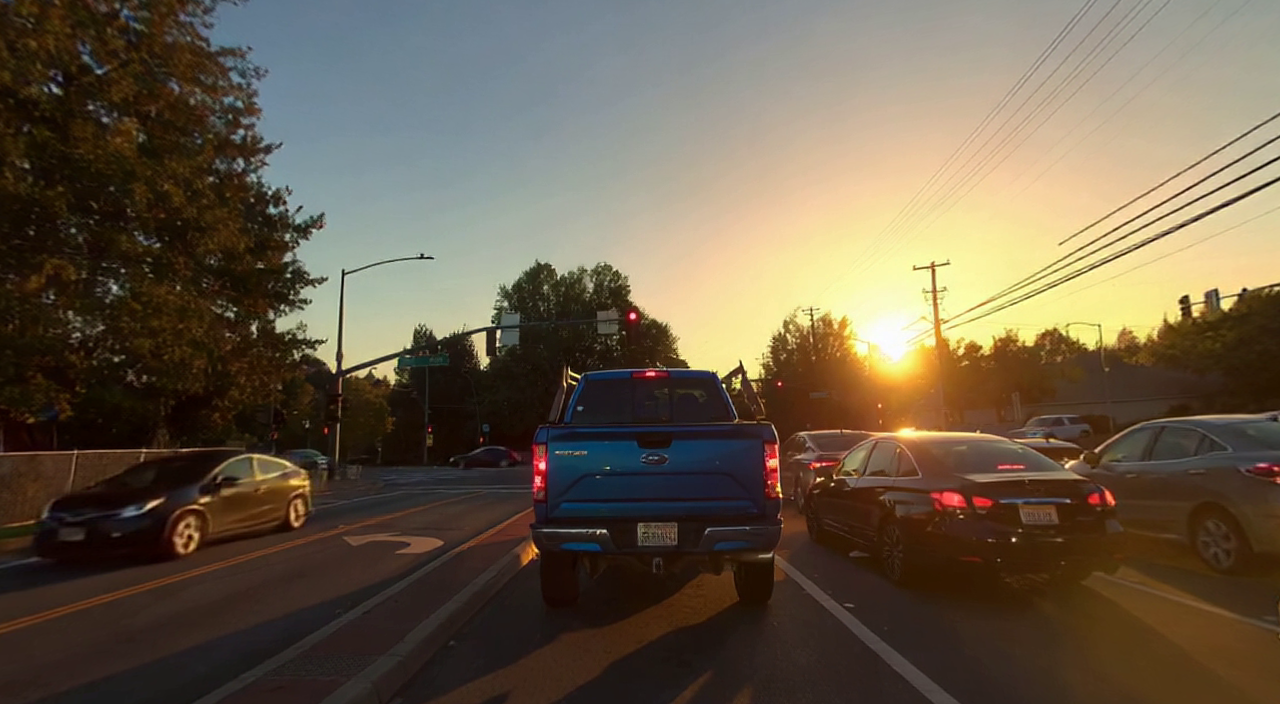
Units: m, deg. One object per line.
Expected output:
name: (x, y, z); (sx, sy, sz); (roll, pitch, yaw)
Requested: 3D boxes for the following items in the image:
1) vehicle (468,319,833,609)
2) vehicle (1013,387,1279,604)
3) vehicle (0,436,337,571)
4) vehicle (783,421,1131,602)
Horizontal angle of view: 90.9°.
vehicle: (0.117, 1.307, 8.094); (2.831, 2.284, 6.149); (0, -8, 1)
vehicle: (6.156, 1.363, 6.469); (1.982, 1.727, 4.352); (0, -8, 1)
vehicle: (-7.374, 2.276, 10.379); (2.369, 1.690, 4.529); (0, -8, 2)
vehicle: (3.118, 1.638, 7.371); (1.993, 1.495, 4.060); (0, -8, 1)
